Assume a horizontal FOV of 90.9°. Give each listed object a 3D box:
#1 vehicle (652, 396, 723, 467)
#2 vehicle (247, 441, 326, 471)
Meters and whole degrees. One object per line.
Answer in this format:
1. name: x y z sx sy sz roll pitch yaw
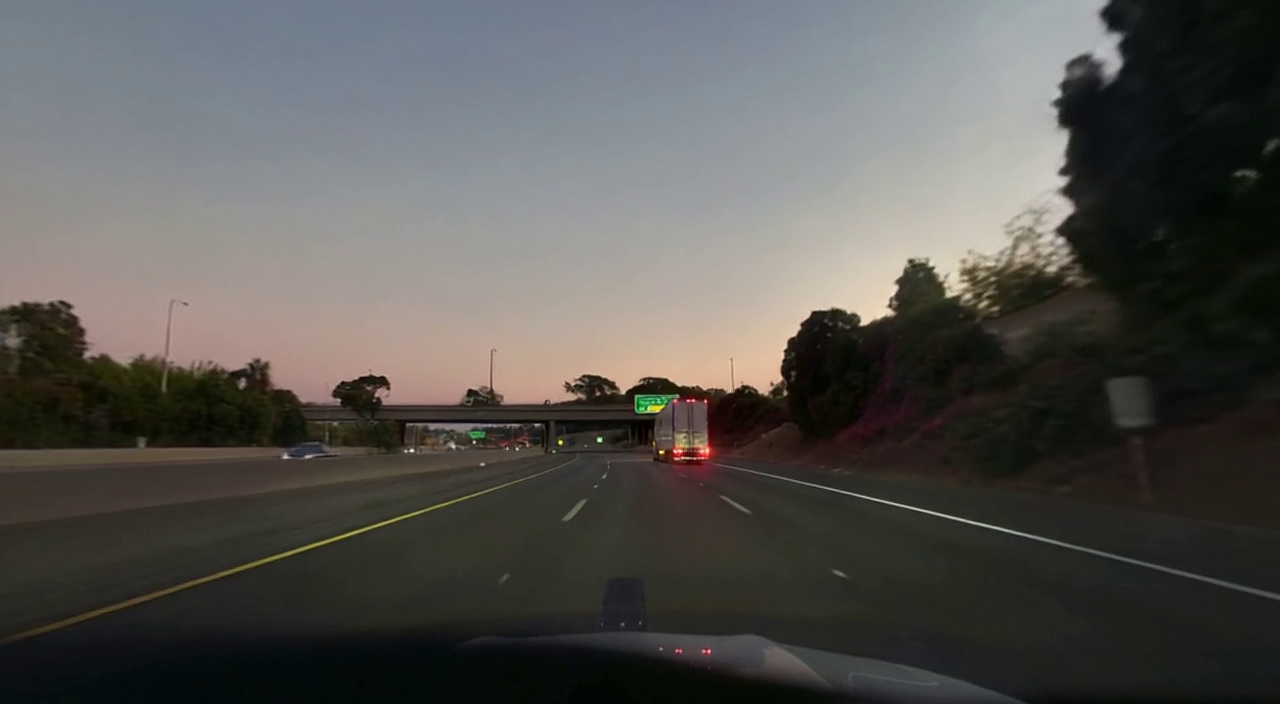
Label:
1. vehicle: 2.997 5.997 46.624 2.932 4.205 18.253 0 -8 -3
2. vehicle: -22.060 6.461 39.628 2.226 1.750 4.865 0 -8 -2
